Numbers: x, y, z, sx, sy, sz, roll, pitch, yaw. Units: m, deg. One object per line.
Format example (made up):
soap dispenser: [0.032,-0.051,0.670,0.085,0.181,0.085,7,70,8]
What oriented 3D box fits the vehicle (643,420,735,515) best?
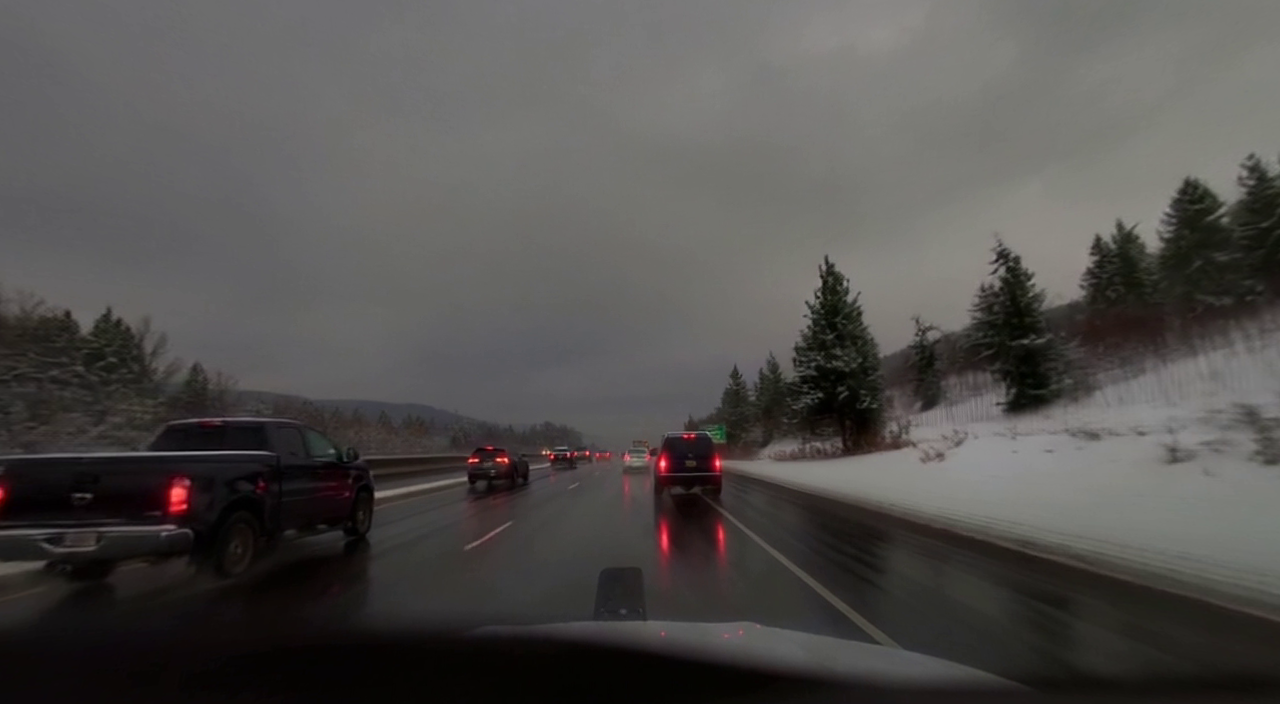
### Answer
vehicle: [1.019,2.673,14.956,1.825,1.920,3.960,0,-9,0]

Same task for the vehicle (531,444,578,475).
vehicle: [-4.439,5.647,33.256,1.867,1.489,3.829,0,-9,1]

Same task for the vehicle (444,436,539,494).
vehicle: [-4.610,3.569,20.283,1.934,1.642,4.201,0,-9,2]

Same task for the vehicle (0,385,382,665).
vehicle: [-4.264,1.321,5.775,2.034,1.642,3.969,0,-9,1]

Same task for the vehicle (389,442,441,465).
vehicle: [-15.553,7.035,43.778,1.996,1.519,4.282,0,-9,1]

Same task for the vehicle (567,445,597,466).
vehicle: [-4.458,8.011,48.753,1.855,1.527,4.209,0,-9,1]
